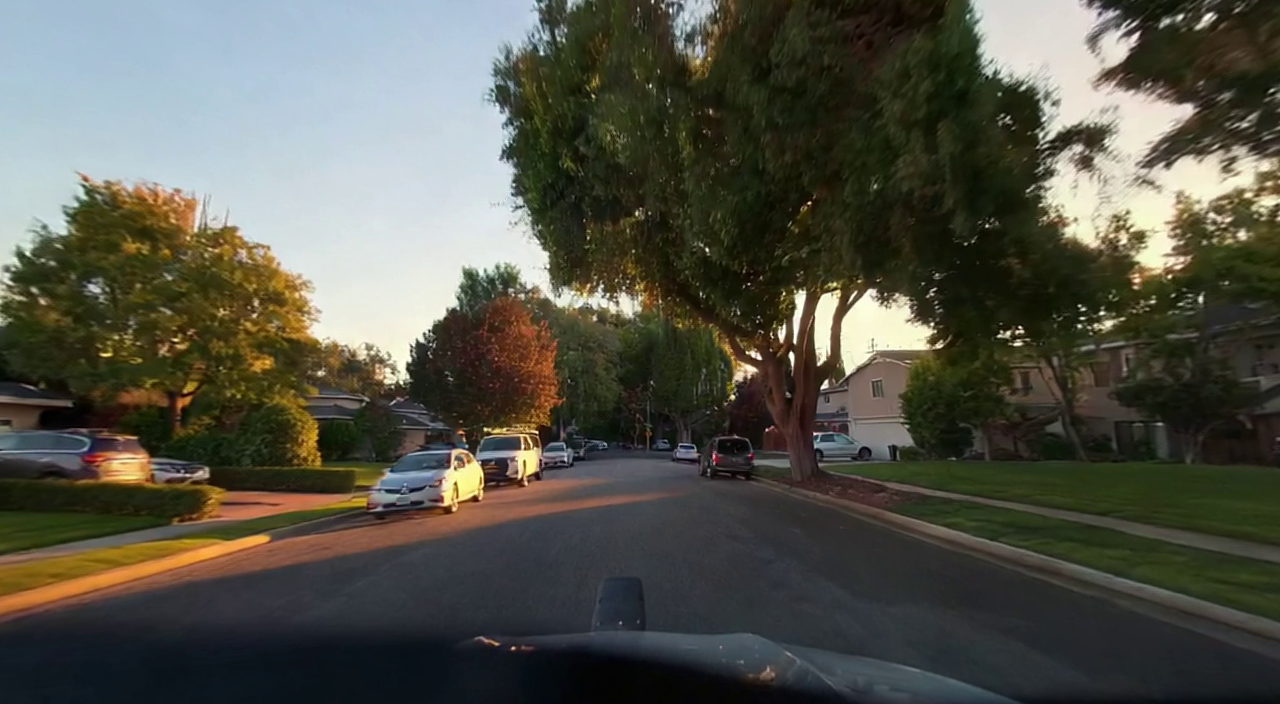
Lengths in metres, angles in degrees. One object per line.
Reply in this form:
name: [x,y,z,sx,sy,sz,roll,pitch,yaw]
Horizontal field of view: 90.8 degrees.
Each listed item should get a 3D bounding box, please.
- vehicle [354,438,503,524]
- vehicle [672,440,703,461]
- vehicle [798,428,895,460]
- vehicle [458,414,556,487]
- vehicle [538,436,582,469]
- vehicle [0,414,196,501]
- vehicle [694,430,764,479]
vehicle: [-4.518,2.764,14.316,2.031,1.479,4.497,-2,-7,-3]
vehicle: [3.473,7.303,46.789,1.945,1.495,3.983,0,-8,-1]
vehicle: [12.324,5.512,37.894,5.043,1.865,2.026,0,-8,-1]
vehicle: [-4.917,3.730,24.646,2.476,2.434,6.543,-1,-7,-1]
vehicle: [-4.863,6.113,38.953,2.140,1.815,4.926,0,-7,-1]
vehicle: [-13.274,2.255,13.807,5.334,1.743,2.259,0,-7,-3]
vehicle: [3.482,4.120,25.528,2.082,1.790,4.330,0,-8,-1]
